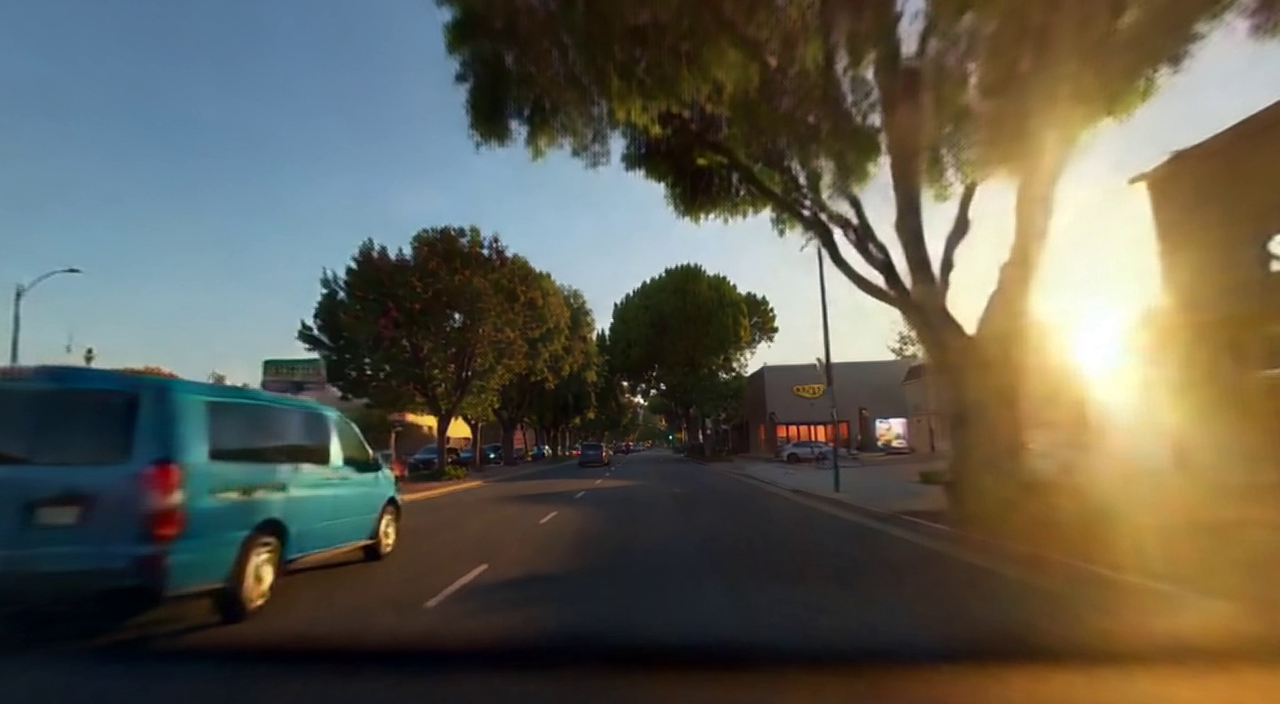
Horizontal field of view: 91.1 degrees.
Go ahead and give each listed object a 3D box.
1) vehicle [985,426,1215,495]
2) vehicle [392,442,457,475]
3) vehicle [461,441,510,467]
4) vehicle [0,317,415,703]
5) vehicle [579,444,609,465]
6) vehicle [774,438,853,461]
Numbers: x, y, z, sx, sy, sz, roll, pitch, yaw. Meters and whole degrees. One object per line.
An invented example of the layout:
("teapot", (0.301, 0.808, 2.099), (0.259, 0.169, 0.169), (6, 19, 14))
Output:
("vehicle", (10.887, 2.580, 15.116), (3.935, 1.518, 1.985), (0, -8, -1))
("vehicle", (-11.615, 5.747, 34.190), (2.044, 1.649, 4.211), (0, -8, 0))
("vehicle", (-11.589, 7.705, 47.553), (2.332, 1.815, 4.639), (-1, -8, 3))
("vehicle", (-3.979, 1.169, 5.568), (2.152, 1.987, 4.952), (0, -8, -1))
("vehicle", (-3.379, 7.660, 47.197), (1.966, 1.481, 4.385), (0, -8, 0))
("vehicle", (11.428, 6.445, 41.591), (4.607, 1.471, 1.982), (0, -9, -1))
